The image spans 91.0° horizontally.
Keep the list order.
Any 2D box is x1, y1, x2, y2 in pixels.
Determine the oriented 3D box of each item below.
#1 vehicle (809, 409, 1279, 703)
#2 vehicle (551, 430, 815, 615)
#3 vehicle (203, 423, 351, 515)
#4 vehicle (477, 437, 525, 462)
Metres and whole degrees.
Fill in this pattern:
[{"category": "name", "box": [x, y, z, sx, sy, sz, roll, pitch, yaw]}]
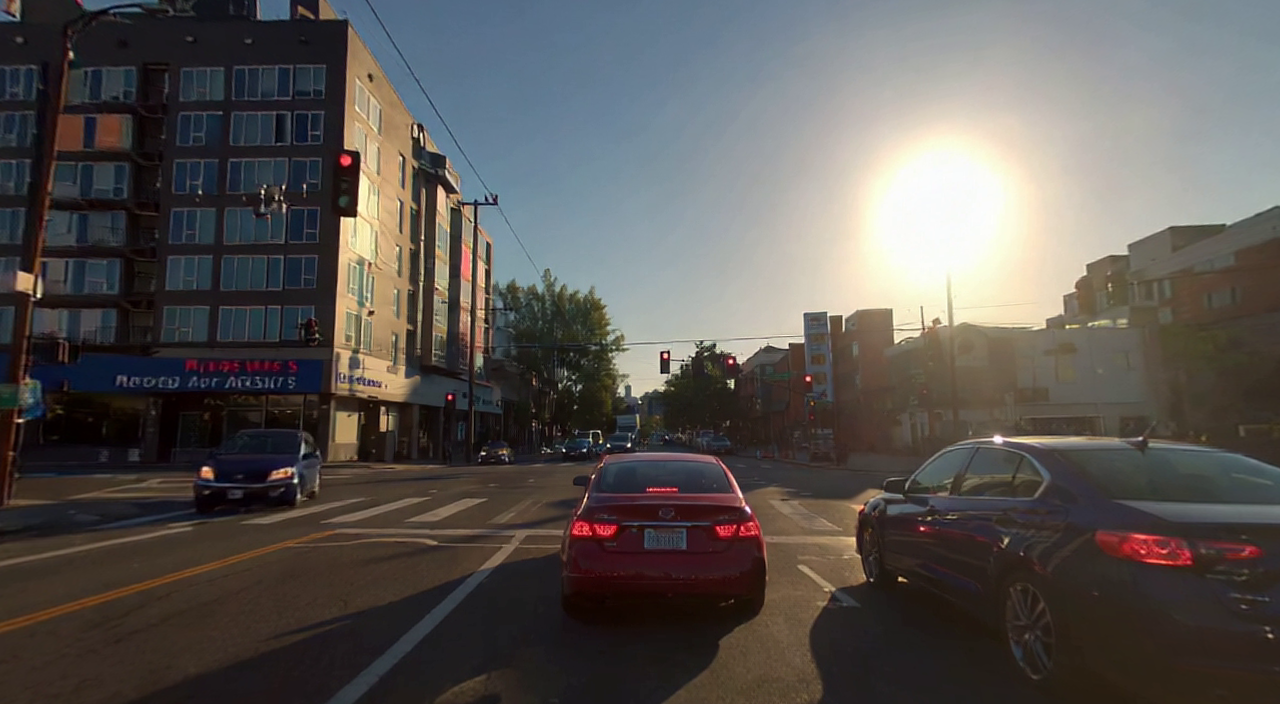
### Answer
[{"category": "vehicle", "box": [2.810, 1.285, 4.561, 1.961, 1.498, 4.356, 0, -8, 0]}, {"category": "vehicle", "box": [0.251, 1.678, 7.195, 2.132, 1.464, 4.089, 0, -8, -3]}, {"category": "vehicle", "box": [-9.490, 2.882, 16.154, 2.338, 1.889, 5.998, 6, -11, -37]}, {"category": "vehicle", "box": [-9.401, 6.635, 42.909, 2.030, 1.596, 3.912, -1, -8, 5]}]
